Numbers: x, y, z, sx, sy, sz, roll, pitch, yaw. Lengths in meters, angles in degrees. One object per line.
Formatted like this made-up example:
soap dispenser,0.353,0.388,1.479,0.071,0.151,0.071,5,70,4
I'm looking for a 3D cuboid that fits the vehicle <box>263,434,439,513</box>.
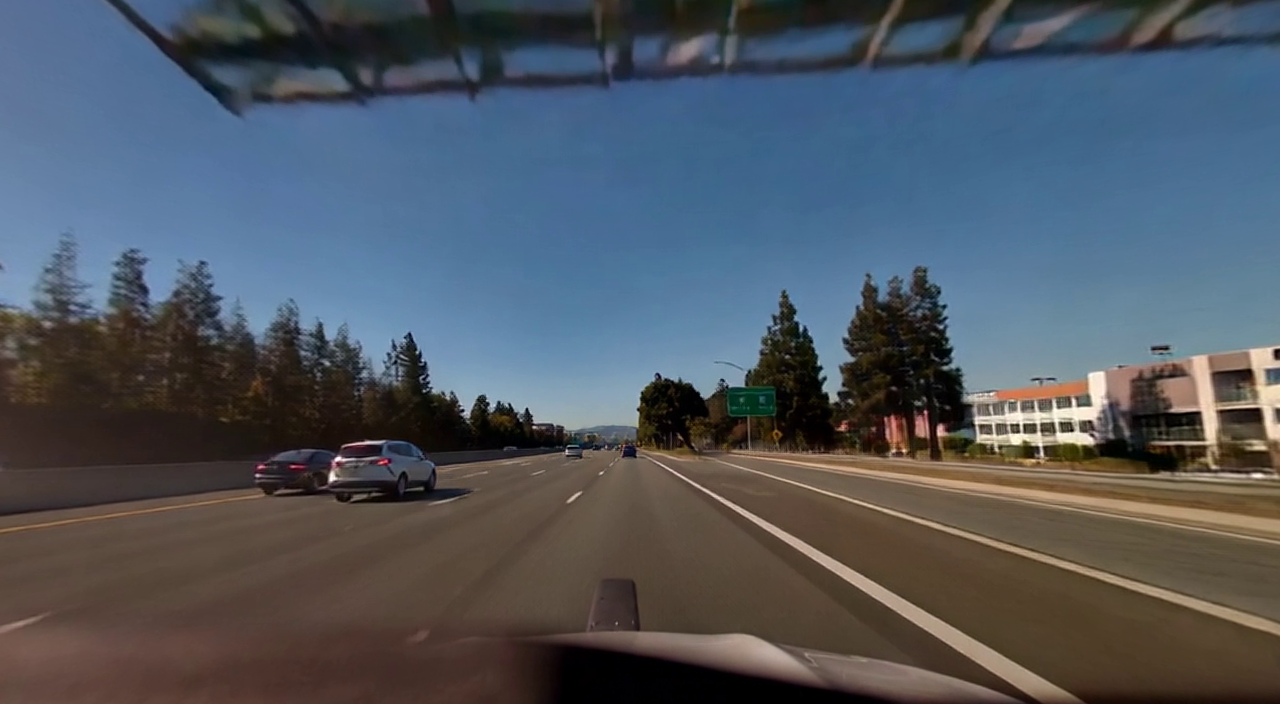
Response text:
vehicle,-6.731,2.872,15.477,2.016,1.606,4.806,0,-9,0
